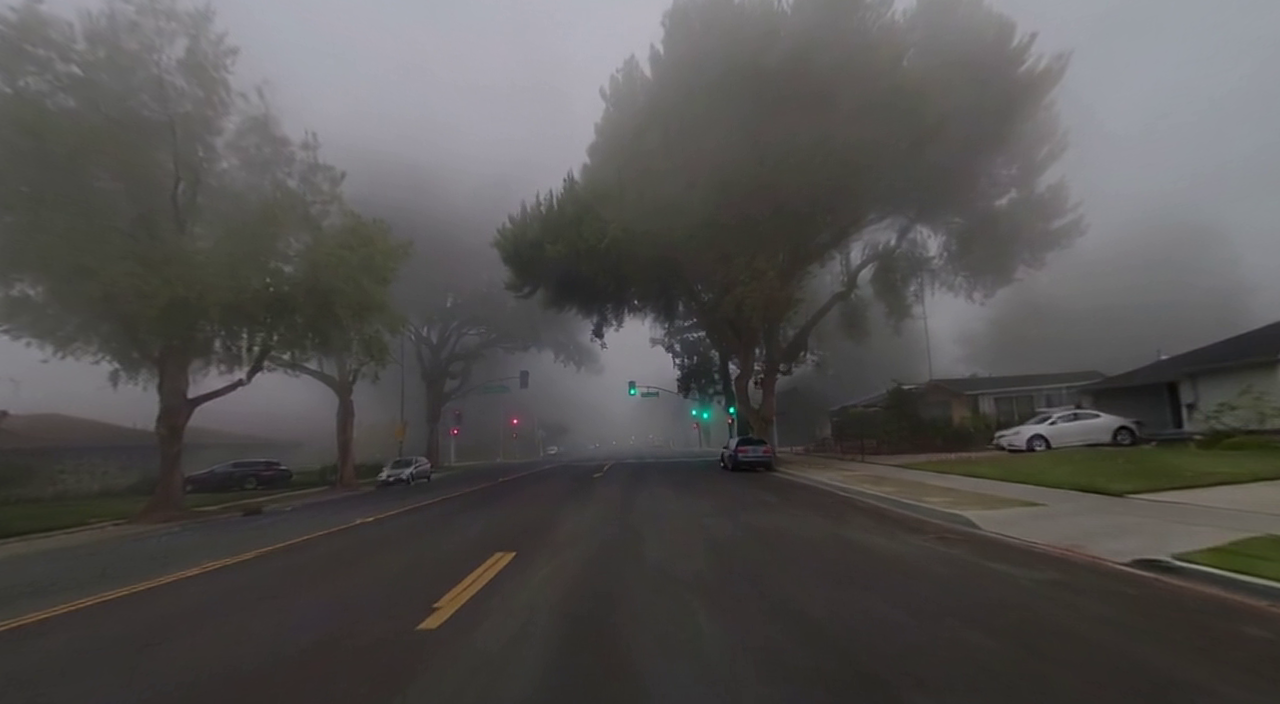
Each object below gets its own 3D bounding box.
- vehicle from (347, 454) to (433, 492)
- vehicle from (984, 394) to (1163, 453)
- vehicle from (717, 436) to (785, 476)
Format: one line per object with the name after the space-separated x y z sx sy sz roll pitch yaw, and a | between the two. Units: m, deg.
-11.506 5.573 29.434 2.029 1.550 4.562 -1 -8 1 | vehicle
14.570 2.455 21.450 4.500 1.875 2.046 0 -8 -1 | vehicle
4.509 4.306 26.351 1.963 1.477 4.804 0 -9 0 | vehicle
